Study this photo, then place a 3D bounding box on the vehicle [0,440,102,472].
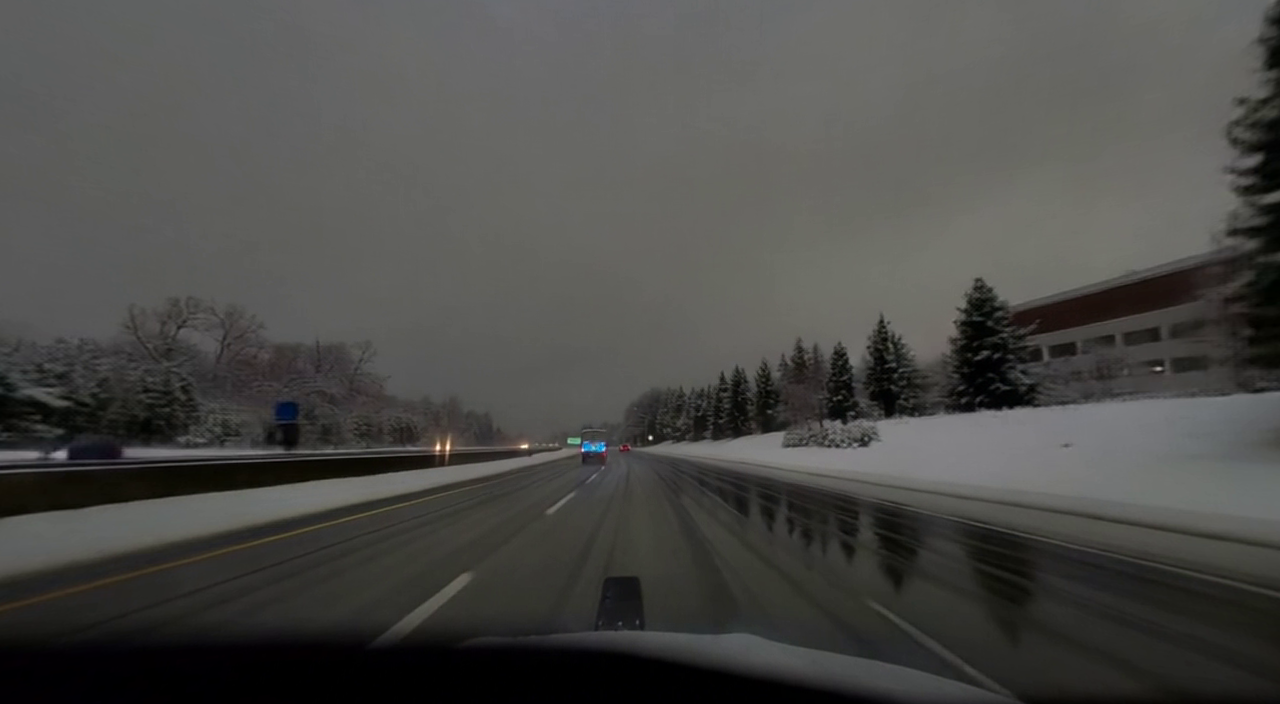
[{"bbox_3d":[-32.082,5.525,33.711,1.978,1.540,5.108,0,-9,0],"label":"vehicle"}]
